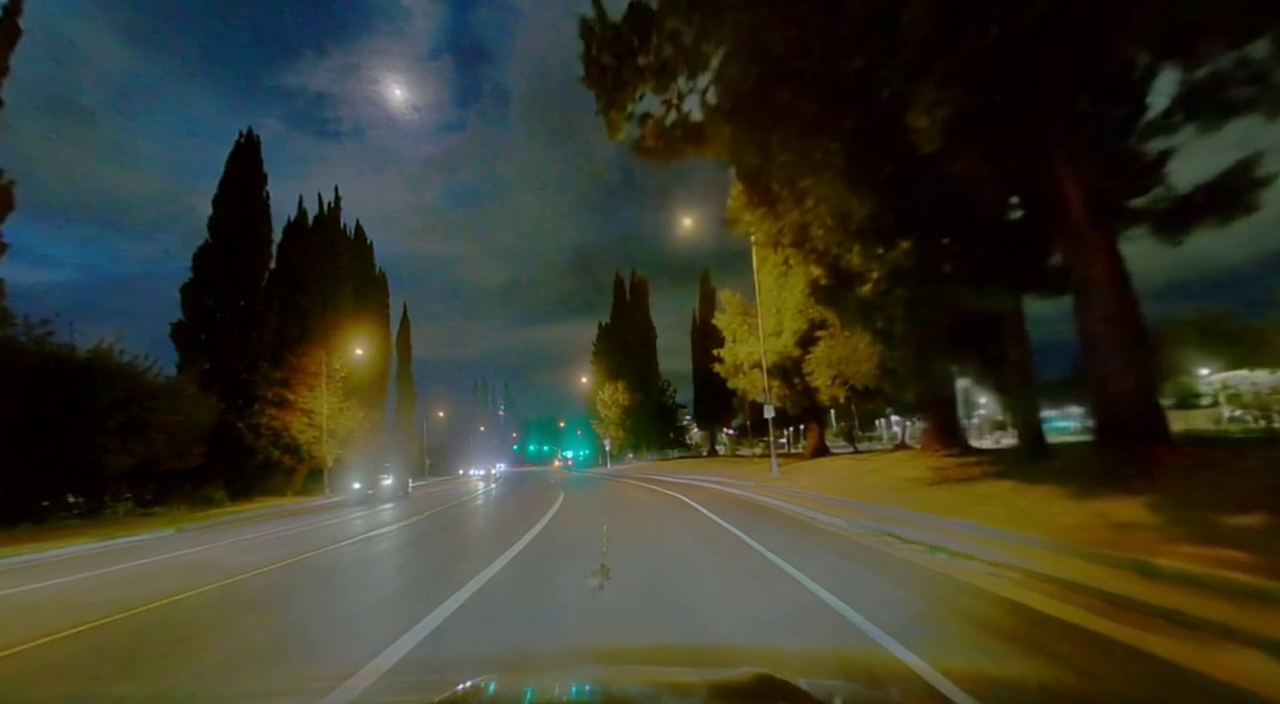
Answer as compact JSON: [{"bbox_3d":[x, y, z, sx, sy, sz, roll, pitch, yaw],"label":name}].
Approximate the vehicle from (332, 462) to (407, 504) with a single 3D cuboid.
[{"bbox_3d":[-13.294,6.421,31.352,2.150,1.754,4.667,1,-8,-7],"label":"vehicle"}]
